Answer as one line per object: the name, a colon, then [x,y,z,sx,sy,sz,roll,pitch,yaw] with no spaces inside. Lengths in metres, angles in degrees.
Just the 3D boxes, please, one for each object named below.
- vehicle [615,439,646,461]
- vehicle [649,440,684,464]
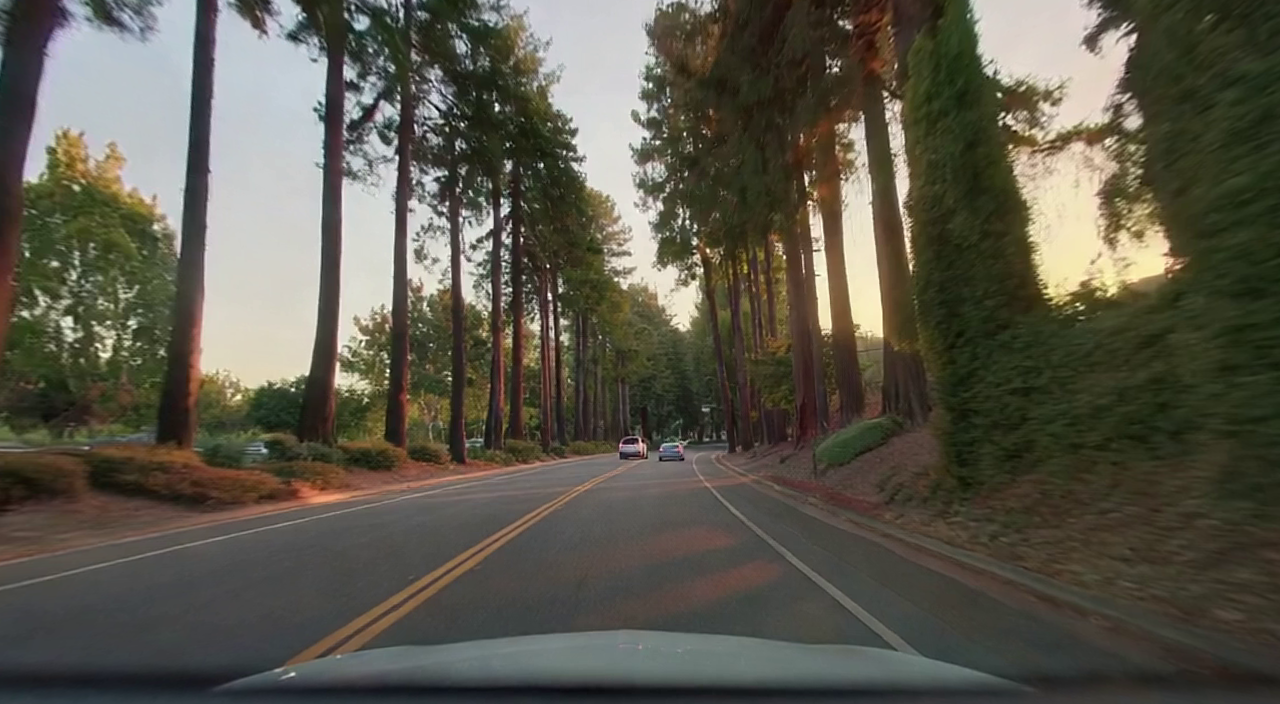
vehicle: [-0.676,7.631,49.311,1.863,1.557,3.926,-1,-8,7]
vehicle: [1.755,6.438,40.773,2.071,1.474,4.047,-1,-8,5]
